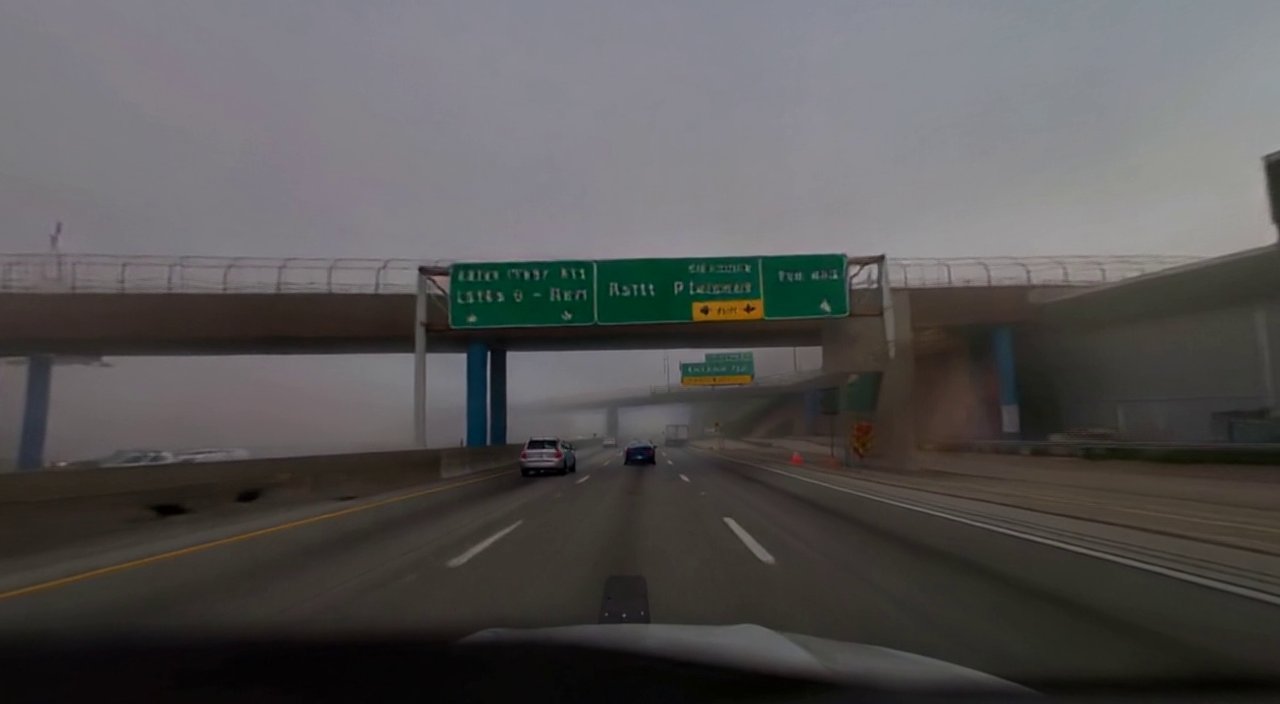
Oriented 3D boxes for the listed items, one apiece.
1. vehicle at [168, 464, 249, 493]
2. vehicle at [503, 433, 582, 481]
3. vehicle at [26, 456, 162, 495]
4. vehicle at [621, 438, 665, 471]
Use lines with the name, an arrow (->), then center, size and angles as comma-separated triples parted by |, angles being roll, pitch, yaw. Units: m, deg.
vehicle -> -27.955, 8.174, 41.109 | 1.844, 1.564, 4.787 | 0, -8, 1
vehicle -> -3.463, 3.817, 23.187 | 2.064, 1.589, 4.213 | -1, -8, 2
vehicle -> -31.733, 7.129, 36.995 | 2.533, 1.951, 5.987 | 0, -8, 1
vehicle -> 0.135, 4.728, 29.287 | 1.877, 1.386, 3.872 | 0, -8, 0
